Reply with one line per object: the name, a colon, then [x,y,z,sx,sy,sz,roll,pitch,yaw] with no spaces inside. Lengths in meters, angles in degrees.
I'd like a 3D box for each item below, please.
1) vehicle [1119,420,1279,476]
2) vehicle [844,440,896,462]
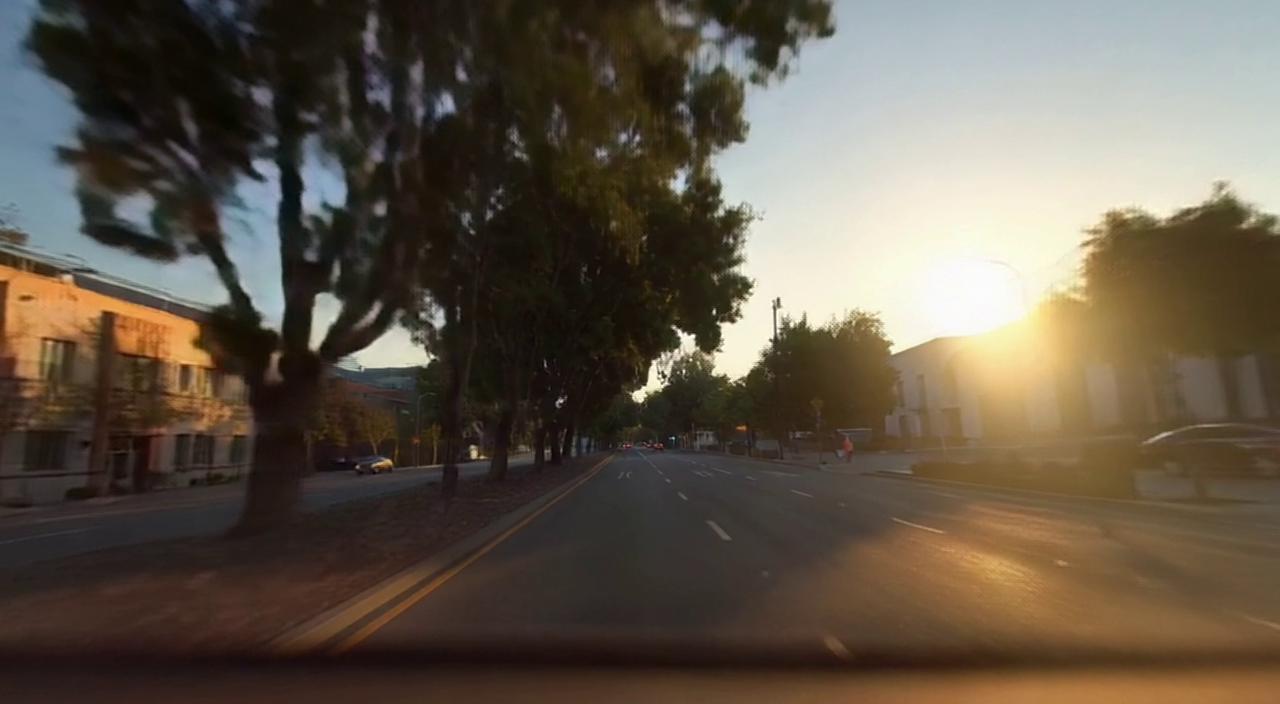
vehicle: [16.933,2.775,18.285,4.505,1.498,2.068,0,-8,-3]
vehicle: [16.274,6.966,44.566,1.930,1.449,4.473,-7,-11,40]
